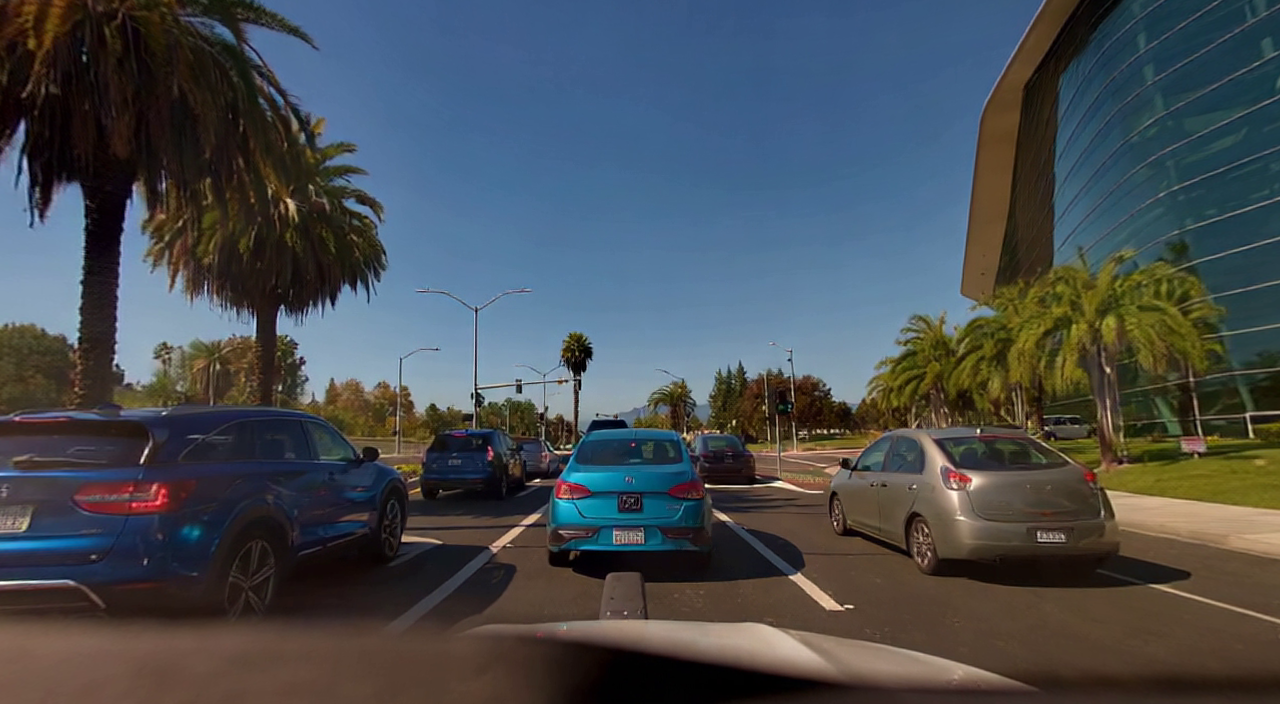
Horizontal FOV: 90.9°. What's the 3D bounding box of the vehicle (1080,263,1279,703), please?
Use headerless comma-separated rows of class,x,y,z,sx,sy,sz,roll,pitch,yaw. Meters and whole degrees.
vehicle,2.982,0.443,0.362,2.117,1.879,4.715,0,-8,2

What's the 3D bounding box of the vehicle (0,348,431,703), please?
vehicle,-3.547,1.178,5.405,2.014,1.775,4.404,0,-8,-1

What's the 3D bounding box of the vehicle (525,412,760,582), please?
vehicle,-0.036,1.691,8.180,2.219,1.586,4.321,0,-8,-2

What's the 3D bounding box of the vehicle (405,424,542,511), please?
vehicle,-3.465,2.470,13.895,1.917,1.631,3.768,0,-8,1

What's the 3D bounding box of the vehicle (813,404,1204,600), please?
vehicle,3.838,1.634,7.776,2.064,1.696,4.431,0,-8,-1
